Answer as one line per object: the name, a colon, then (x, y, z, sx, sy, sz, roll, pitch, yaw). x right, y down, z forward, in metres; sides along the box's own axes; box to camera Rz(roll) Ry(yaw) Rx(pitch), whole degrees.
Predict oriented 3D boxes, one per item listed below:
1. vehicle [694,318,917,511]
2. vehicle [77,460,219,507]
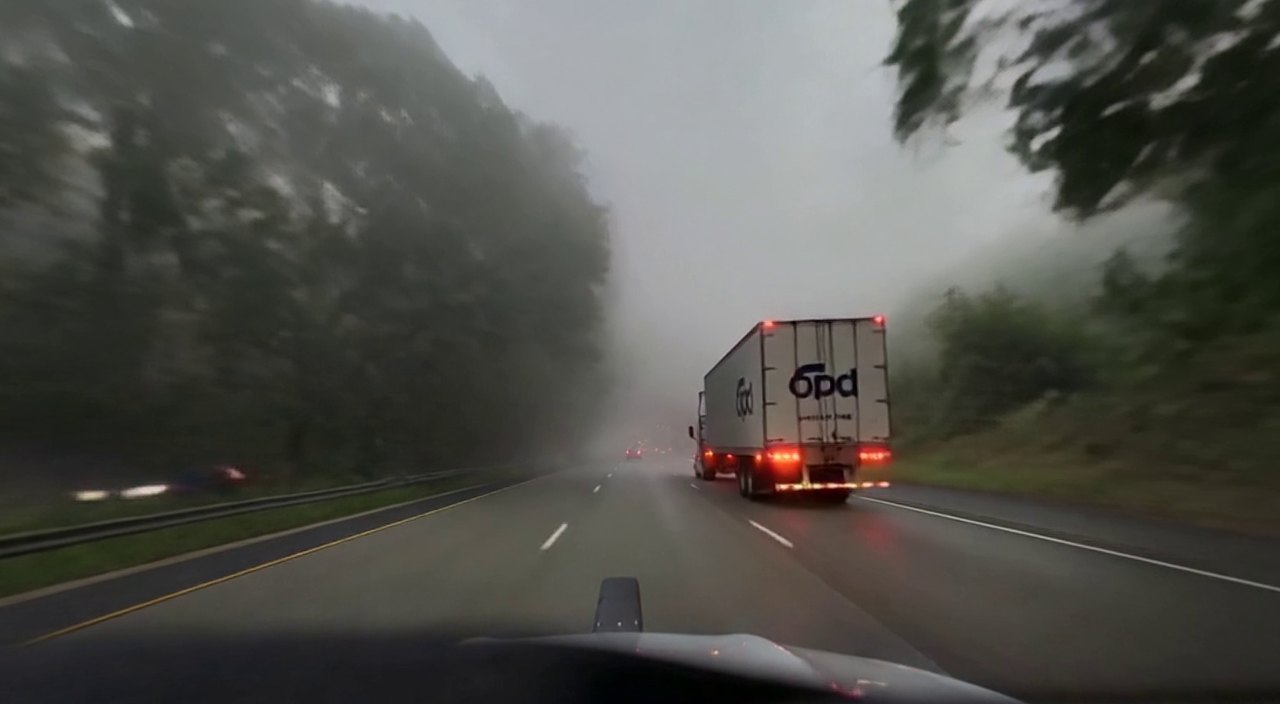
vehicle: (4.018, 2.340, 20.101, 2.973, 4.007, 14.076, 0, -9, -1)
vehicle: (-17.135, 4.564, 22.189, 1.810, 1.438, 3.987, 0, -9, -1)
